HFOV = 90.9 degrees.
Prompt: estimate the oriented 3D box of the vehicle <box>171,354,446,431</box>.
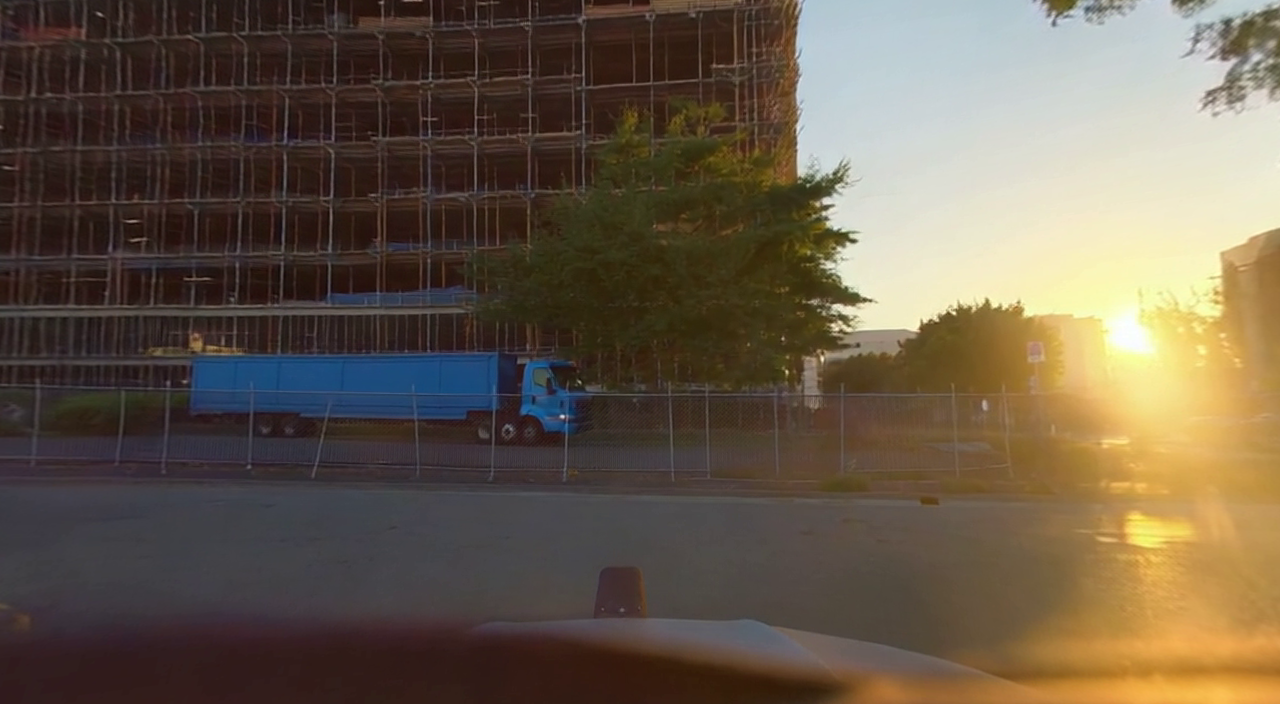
[{"bbox_3d":[-19.199,2.571,37.641,14.067,4.099,2.832,2,-8,-10],"label":"vehicle"}]
